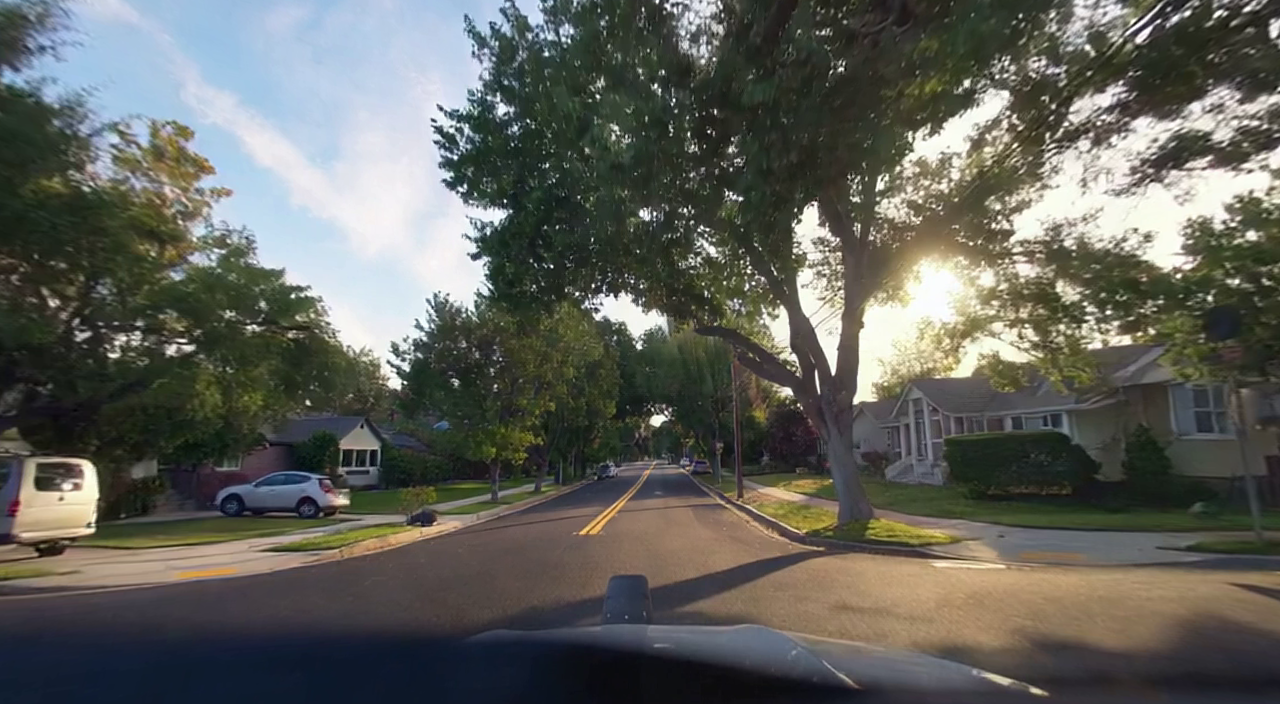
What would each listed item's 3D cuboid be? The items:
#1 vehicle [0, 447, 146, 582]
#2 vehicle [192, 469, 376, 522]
[{"bbox_3d":[-11.380,2.567,10.511,4.463,1.948,2.114,0,-8,2],"label":"vehicle"},{"bbox_3d":[-11.114,4.496,19.905,4.659,1.464,1.930,0,-9,3],"label":"vehicle"}]
